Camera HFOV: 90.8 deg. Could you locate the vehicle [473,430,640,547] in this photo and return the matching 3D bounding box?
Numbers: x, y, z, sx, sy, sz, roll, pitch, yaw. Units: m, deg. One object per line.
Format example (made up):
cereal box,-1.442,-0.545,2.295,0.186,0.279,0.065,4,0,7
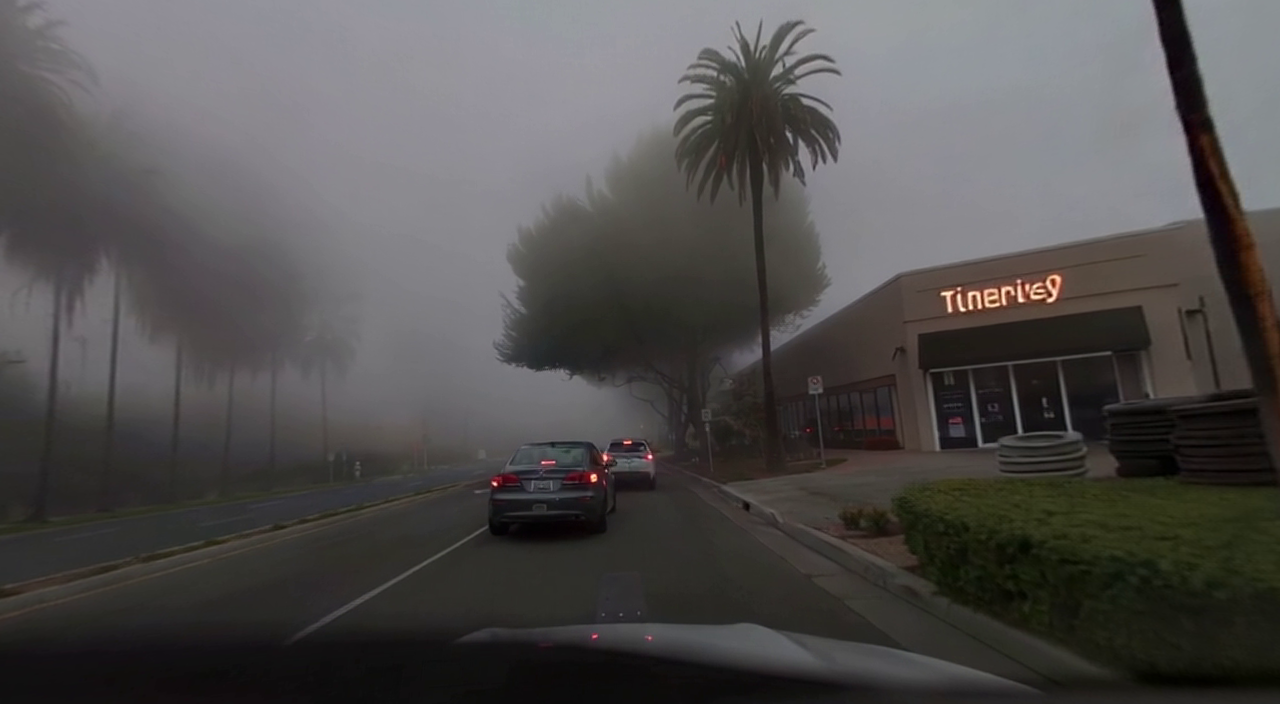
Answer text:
vehicle,-1.107,2.073,10.290,2.169,1.495,4.048,0,-8,-1
